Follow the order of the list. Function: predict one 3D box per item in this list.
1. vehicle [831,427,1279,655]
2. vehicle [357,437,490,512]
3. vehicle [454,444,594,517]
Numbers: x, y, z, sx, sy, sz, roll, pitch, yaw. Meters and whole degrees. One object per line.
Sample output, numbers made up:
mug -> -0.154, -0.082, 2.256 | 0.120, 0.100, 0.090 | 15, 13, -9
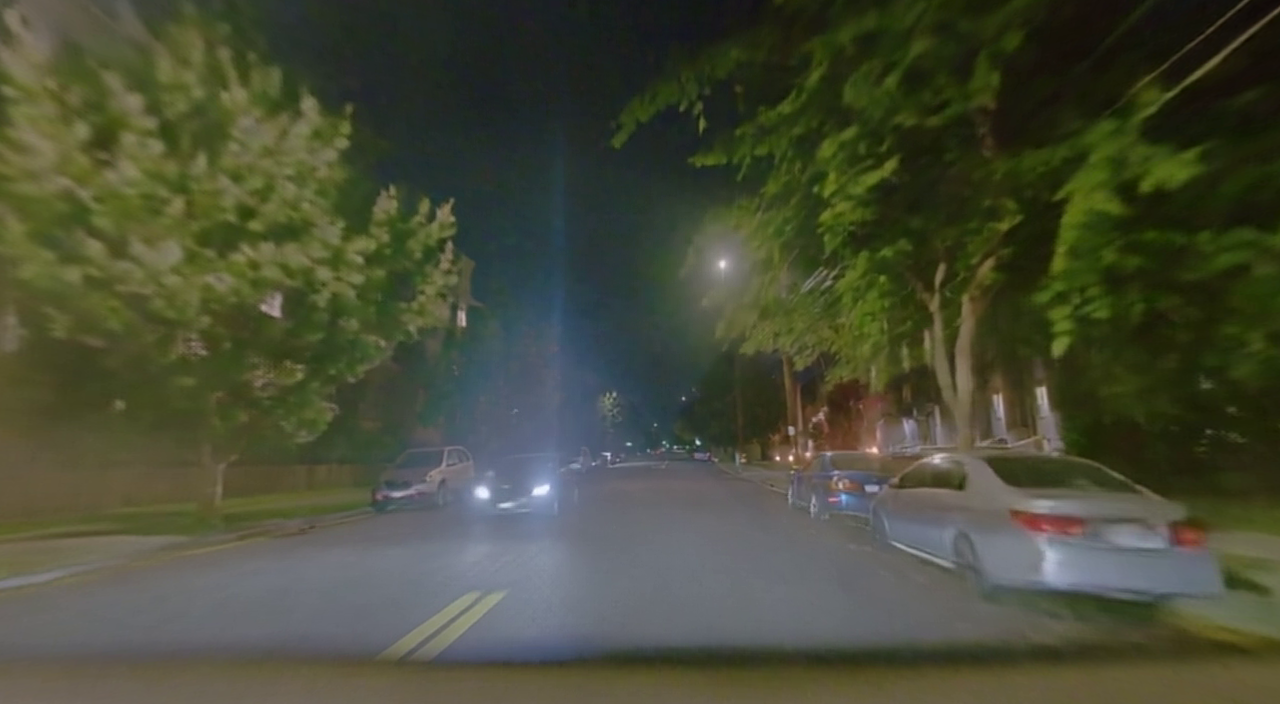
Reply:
vehicle -> 3.597, 1.590, 6.529 | 2.014, 1.482, 4.599 | 0, -8, 3
vehicle -> -5.861, 3.322, 17.690 | 2.027, 1.695, 4.437 | -4, -8, 2
vehicle -> -2.519, 2.937, 15.024 | 2.079, 1.441, 4.541 | -1, -8, 6
